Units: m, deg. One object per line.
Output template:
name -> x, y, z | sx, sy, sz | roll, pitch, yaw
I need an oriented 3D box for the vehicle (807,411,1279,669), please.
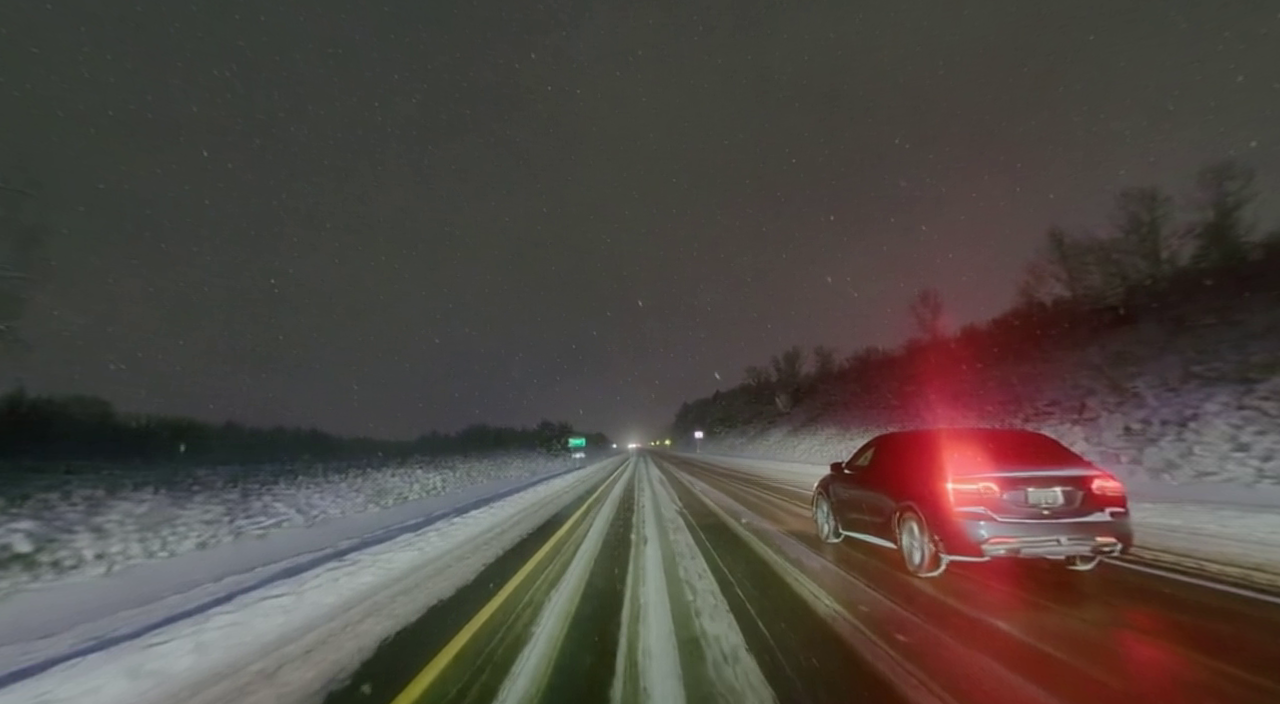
vehicle -> 3.182, 1.415, 5.923 | 2.003, 1.466, 4.441 | -1, -8, 0
